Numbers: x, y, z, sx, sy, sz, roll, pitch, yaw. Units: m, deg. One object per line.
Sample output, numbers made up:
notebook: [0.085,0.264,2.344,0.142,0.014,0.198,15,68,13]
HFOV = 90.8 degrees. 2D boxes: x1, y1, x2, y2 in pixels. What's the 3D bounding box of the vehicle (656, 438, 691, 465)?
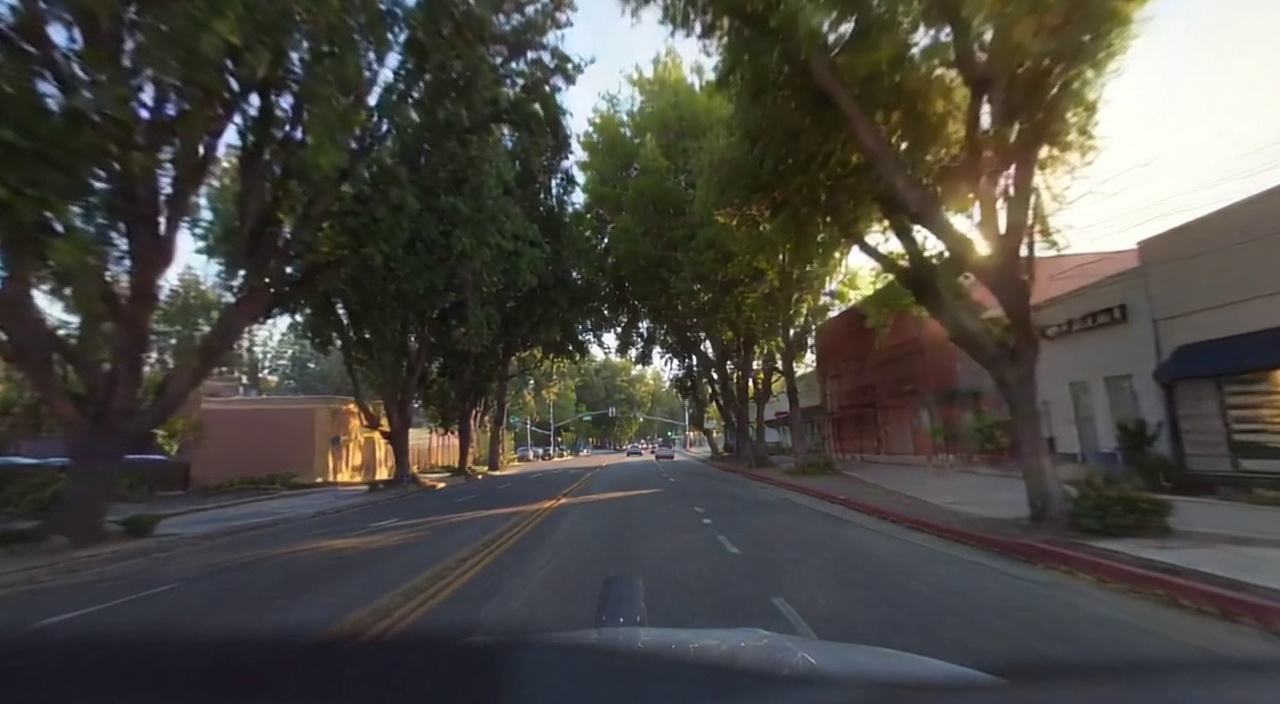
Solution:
vehicle: [2.567,7.851,49.907,2.268,1.954,5.213,0,-9,-2]
